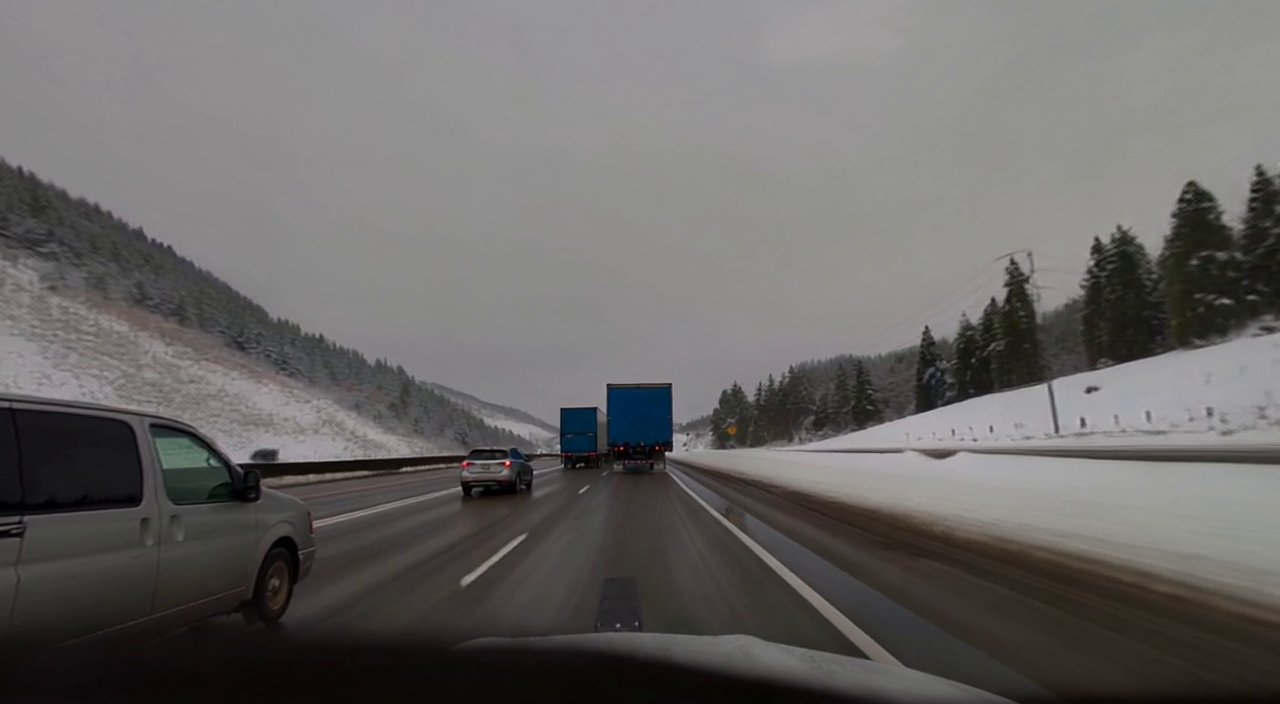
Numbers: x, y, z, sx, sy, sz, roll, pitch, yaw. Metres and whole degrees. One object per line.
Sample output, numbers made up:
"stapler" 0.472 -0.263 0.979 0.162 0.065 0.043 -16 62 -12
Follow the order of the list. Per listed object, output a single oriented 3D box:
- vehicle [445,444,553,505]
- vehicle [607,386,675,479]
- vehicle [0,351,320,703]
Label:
"vehicle" -3.682 3.268 17.340 1.950 1.446 4.224 0 -9 1
"vehicle" 0.154 4.265 32.745 2.913 3.988 10.874 0 -9 1
"vehicle" -4.029 0.948 3.268 2.136 1.779 4.875 0 -9 0
